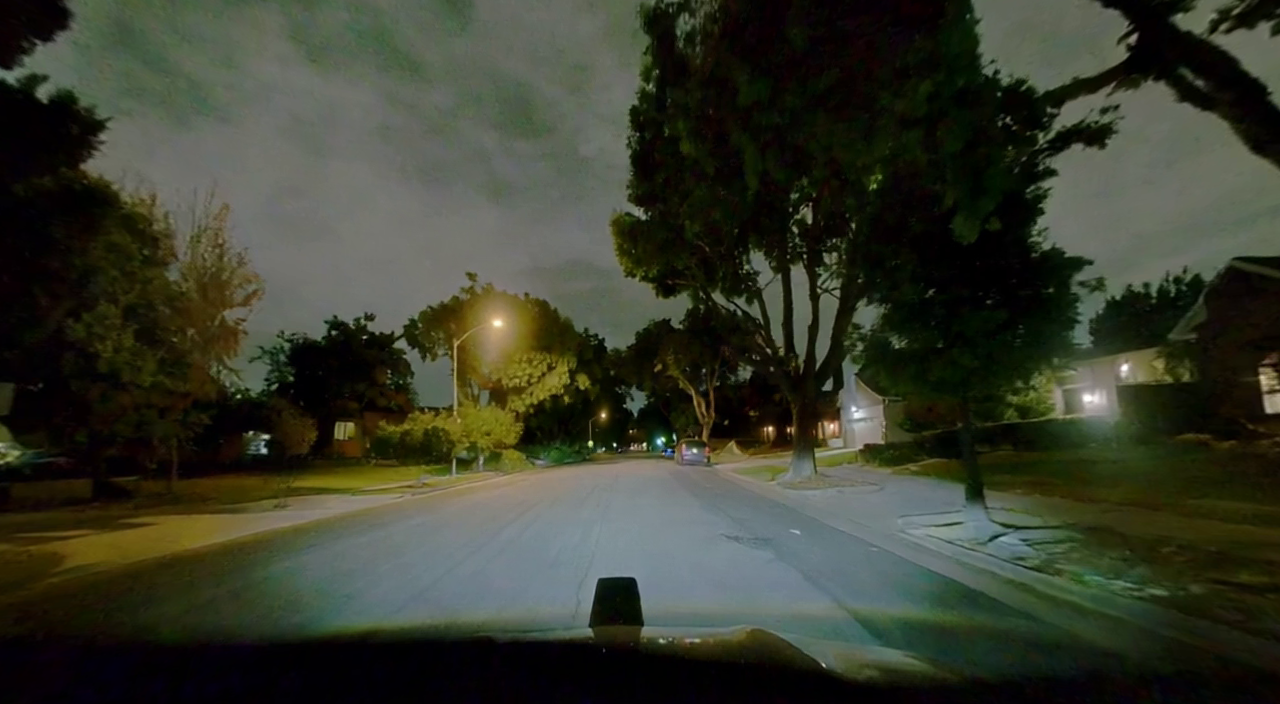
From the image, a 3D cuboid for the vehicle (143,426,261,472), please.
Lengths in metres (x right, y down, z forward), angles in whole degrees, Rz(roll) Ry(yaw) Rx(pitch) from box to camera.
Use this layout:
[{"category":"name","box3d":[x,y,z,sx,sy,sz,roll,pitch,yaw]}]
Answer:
[{"category":"vehicle","box3d":[-29.024,6.593,42.294,2.735,2.720,6.677,-2,-10,3]}]

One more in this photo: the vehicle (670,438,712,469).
[{"category":"vehicle","box3d":[3.055,6.185,38.730,2.055,1.738,4.448,0,-9,-1]}]
